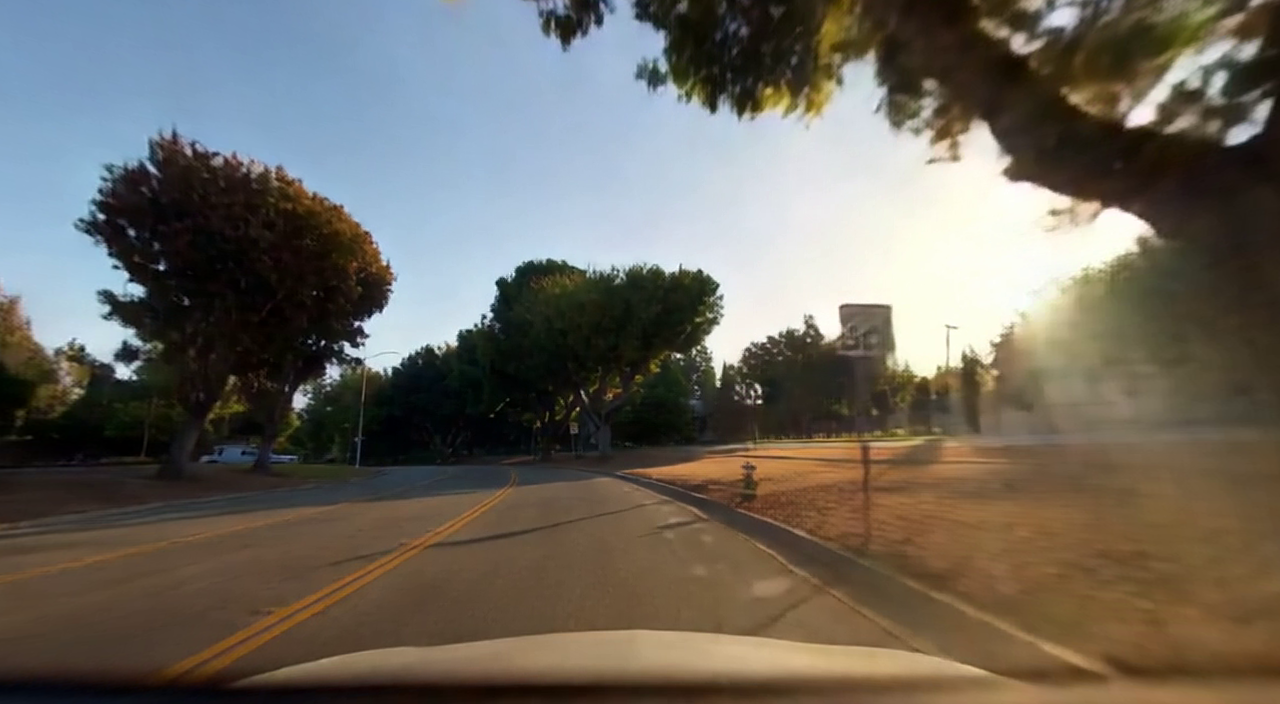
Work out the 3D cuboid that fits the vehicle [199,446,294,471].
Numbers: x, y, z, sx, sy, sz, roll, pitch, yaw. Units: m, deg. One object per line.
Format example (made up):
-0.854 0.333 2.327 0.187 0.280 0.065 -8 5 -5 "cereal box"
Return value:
-30.049 8.162 48.448 5.613 1.775 2.357 3 -9 -16 "vehicle"
